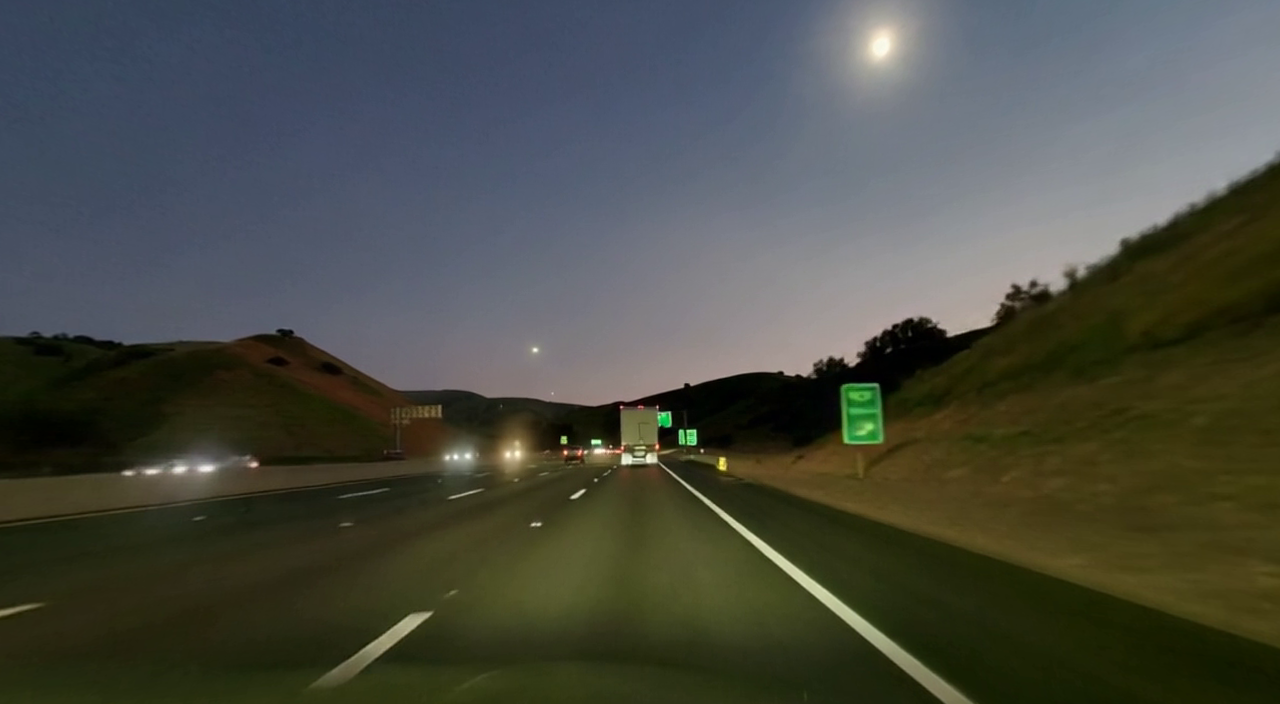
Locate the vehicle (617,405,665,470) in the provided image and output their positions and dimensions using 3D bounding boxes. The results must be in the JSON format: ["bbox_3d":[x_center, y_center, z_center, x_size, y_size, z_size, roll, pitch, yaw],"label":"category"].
[{"bbox_3d":[0.195,6.333,46.174,3.039,4.131,11.822,0,-9,1],"label":"vehicle"}]

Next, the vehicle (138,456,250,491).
[{"bbox_3d":[-21.688,5.883,30.906,1.948,1.496,4.780,0,-9,1],"label":"vehicle"}]
